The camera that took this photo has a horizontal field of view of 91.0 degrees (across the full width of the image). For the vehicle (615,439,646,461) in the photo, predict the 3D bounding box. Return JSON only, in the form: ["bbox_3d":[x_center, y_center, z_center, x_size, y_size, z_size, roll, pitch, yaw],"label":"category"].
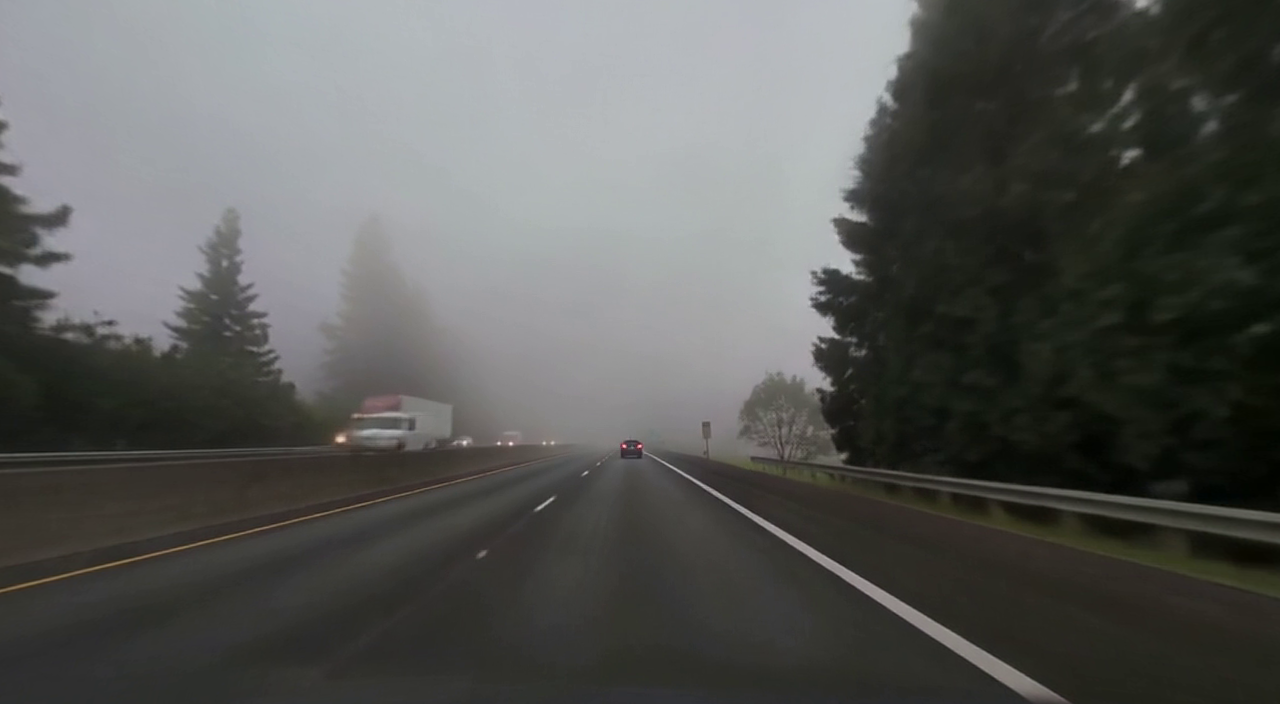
[{"bbox_3d":[-0.737,7.065,45.593,2.099,1.504,3.843,0,-8,-2],"label":"vehicle"}]

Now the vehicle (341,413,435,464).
[{"bbox_3d":[-12.439,4.360,31.656,2.371,2.306,5.978,0,-8,-1],"label":"vehicle"}]
